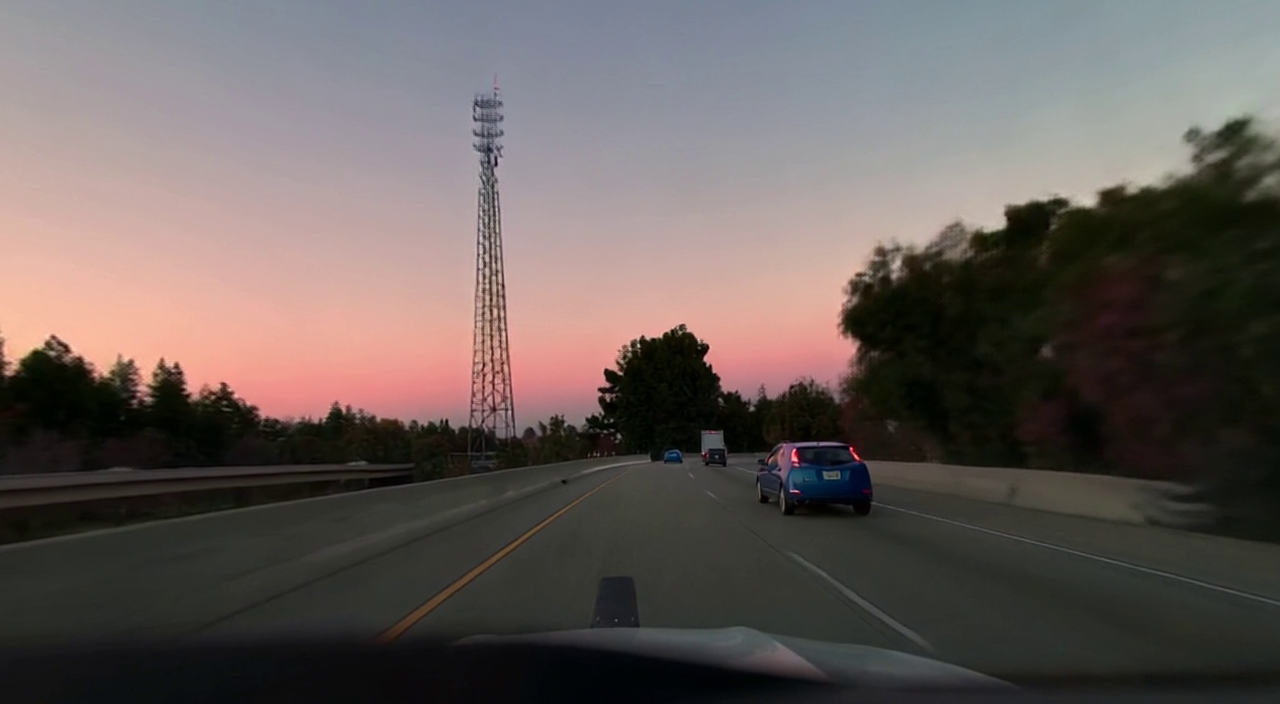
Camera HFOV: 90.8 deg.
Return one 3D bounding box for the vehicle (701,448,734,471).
[{"bbox_3d":[5.487,7.647,44.994,2.030,1.526,4.165,0,-9,3],"label":"vehicle"}]
